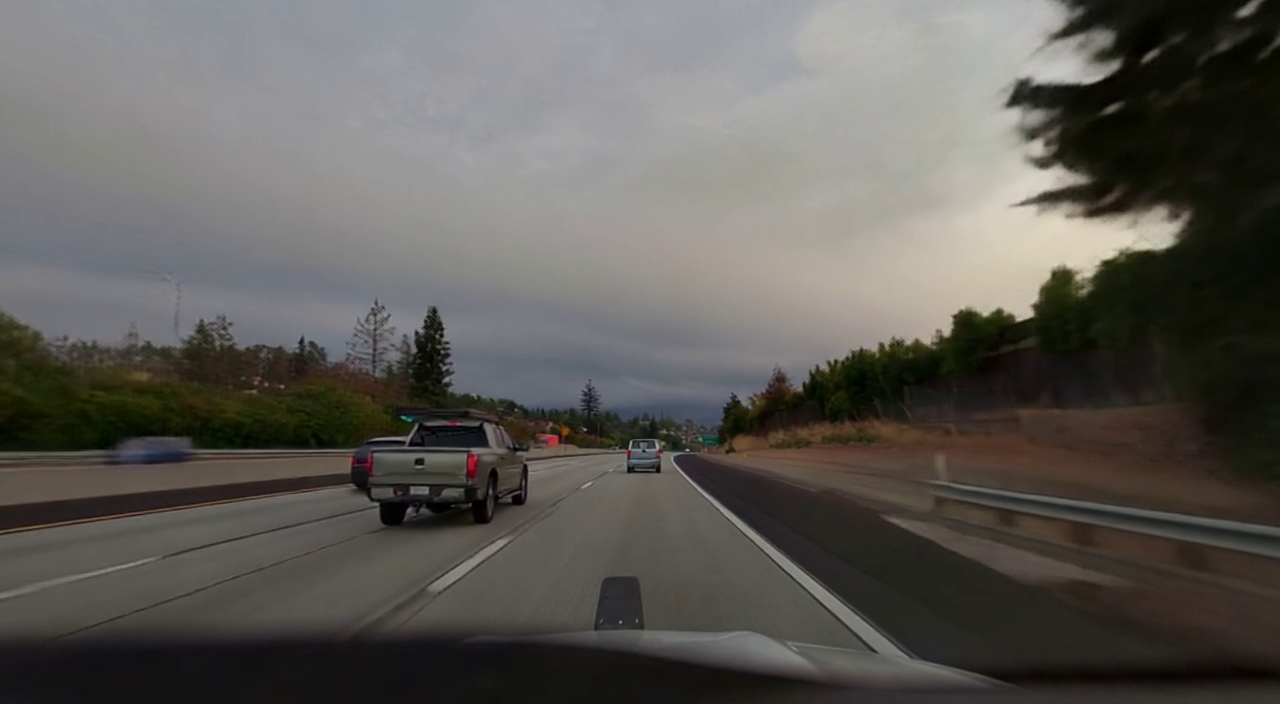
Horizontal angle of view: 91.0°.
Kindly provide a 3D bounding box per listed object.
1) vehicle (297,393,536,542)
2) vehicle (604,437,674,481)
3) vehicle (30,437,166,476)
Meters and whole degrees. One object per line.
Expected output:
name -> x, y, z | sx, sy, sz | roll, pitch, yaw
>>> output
vehicle -> -3.365, 1.895, 10.839 | 2.250, 1.947, 4.860 | 0, -9, 1
vehicle -> 0.038, 4.515, 26.987 | 2.715, 1.669, 5.163 | 0, -9, 1
vehicle -> -24.668, 4.769, 28.948 | 2.163, 1.584, 4.498 | 0, -9, 2
